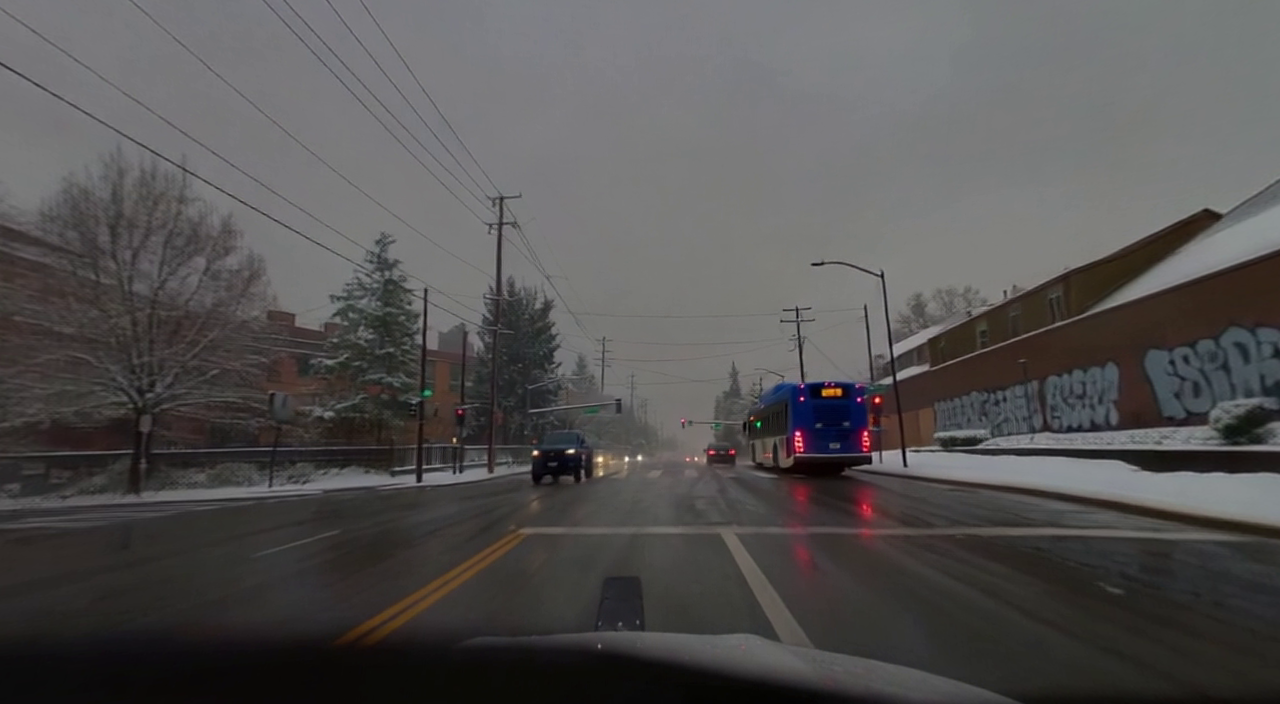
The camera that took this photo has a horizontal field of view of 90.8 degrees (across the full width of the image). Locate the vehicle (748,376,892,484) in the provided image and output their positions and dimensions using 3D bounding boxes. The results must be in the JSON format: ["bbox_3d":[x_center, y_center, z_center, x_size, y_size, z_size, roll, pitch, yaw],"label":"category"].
[{"bbox_3d":[6.823,3.414,26.592,3.045,3.447,12.604,-1,-8,3],"label":"vehicle"}]

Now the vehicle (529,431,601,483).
[{"bbox_3d":[-2.787,4.025,24.475,2.015,1.818,4.061,-1,-8,4],"label":"vehicle"}]

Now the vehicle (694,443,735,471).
[{"bbox_3d":[4.168,5.899,35.816,1.961,1.470,4.196,0,-8,2],"label":"vehicle"}]
